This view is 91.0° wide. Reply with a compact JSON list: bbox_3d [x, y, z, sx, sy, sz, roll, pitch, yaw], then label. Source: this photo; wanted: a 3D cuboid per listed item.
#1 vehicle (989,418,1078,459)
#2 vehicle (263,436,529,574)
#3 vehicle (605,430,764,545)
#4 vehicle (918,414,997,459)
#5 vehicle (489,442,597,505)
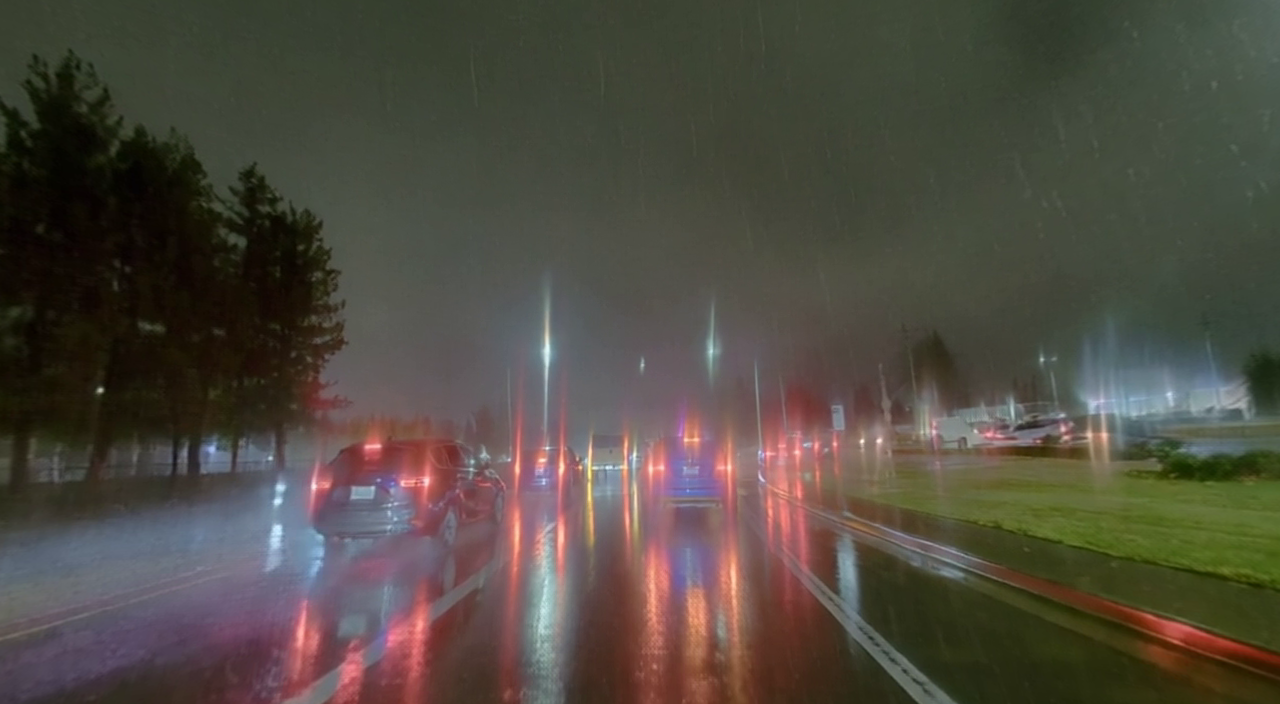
[{"bbox_3d":[18.149,4.003,29.254,1.803,1.518,3.893,-9,-9,6],"label":"vehicle"},{"bbox_3d":[-3.132,2.034,9.227,1.940,1.502,4.241,-1,-9,4],"label":"vehicle"},{"bbox_3d":[0.678,2.149,10.644,2.142,1.528,4.133,0,-9,2],"label":"vehicle"},{"bbox_3d":[14.934,4.056,29.946,2.288,1.933,4.612,-2,-9,14],"label":"vehicle"},{"bbox_3d":[-2.480,3.232,17.207,1.870,1.490,4.187,-1,-9,6],"label":"vehicle"}]
